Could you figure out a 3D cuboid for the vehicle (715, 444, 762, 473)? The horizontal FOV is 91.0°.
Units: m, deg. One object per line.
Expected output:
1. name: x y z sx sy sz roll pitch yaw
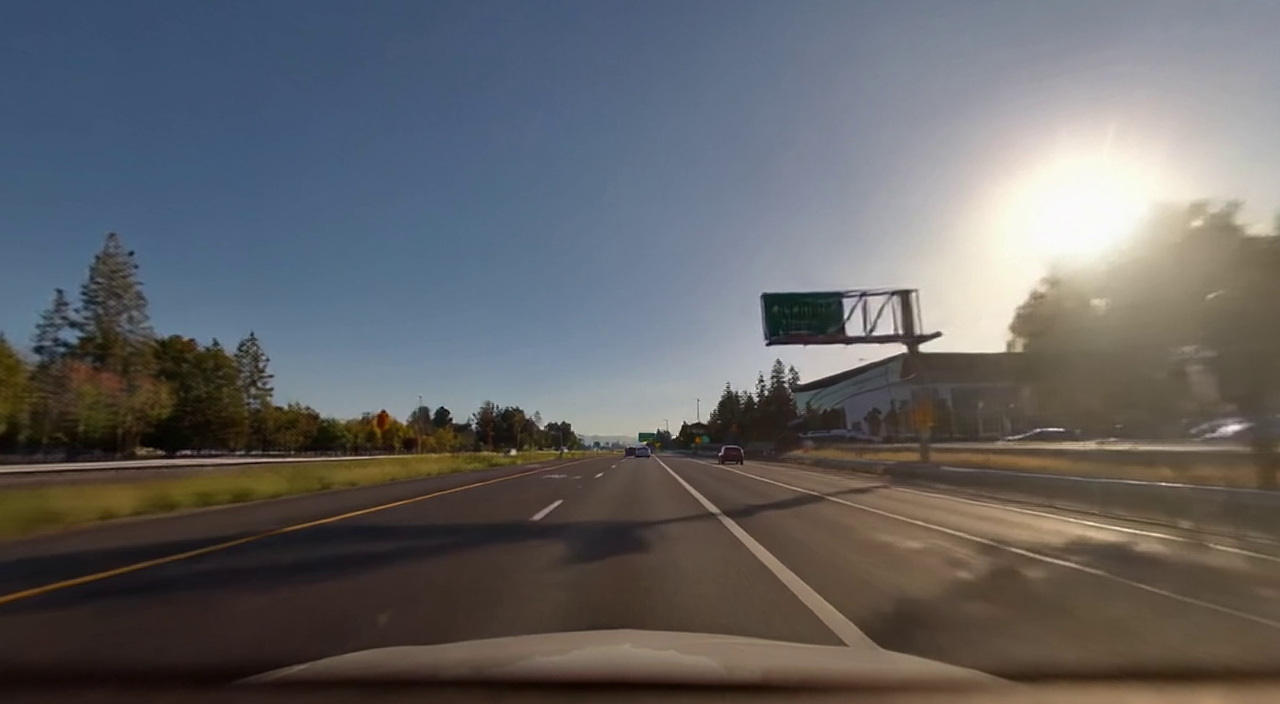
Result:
1. vehicle: 5.841 6.378 37.920 2.085 1.594 4.848 0 -9 0
